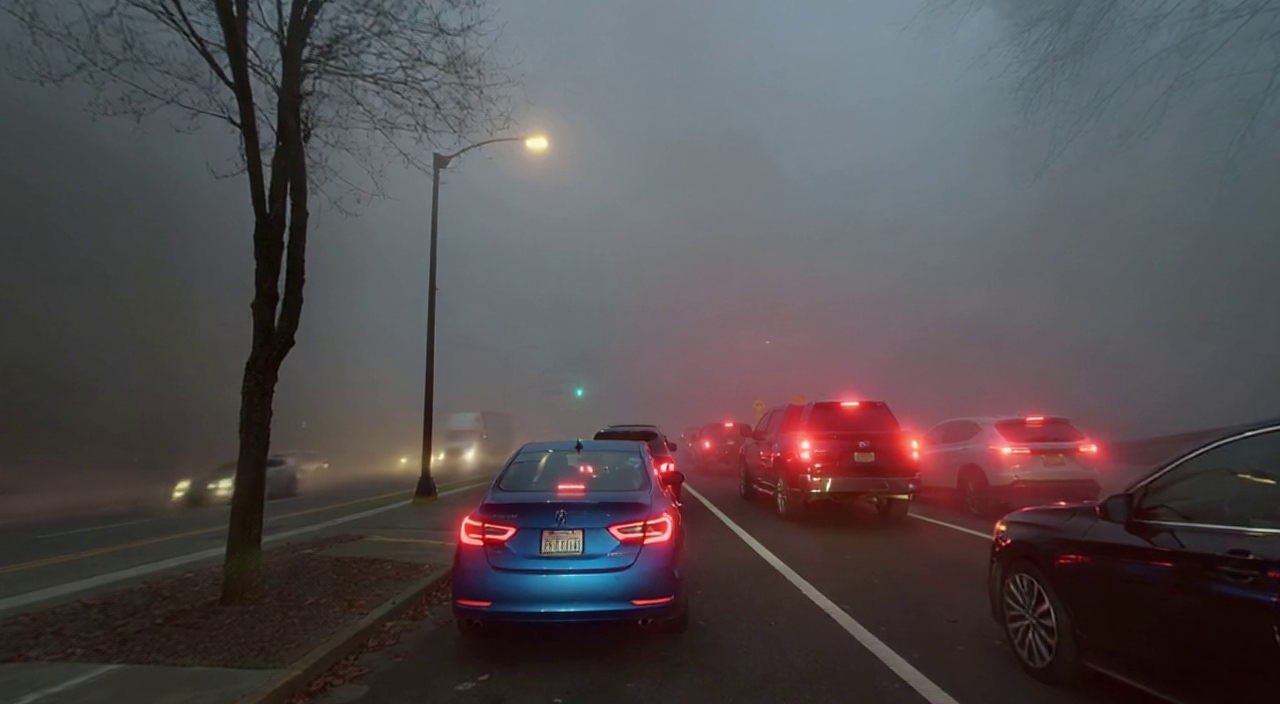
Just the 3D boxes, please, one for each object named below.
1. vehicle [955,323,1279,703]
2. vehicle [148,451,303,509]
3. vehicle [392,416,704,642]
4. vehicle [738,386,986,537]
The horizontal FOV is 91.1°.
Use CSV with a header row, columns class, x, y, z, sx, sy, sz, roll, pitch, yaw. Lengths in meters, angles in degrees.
class,x,y,z,sx,sy,sz,roll,pitch,yaw
vehicle,3.166,0.754,2.057,1.982,1.709,4.427,0,-9,1
vehicle,-12.544,3.858,19.388,1.907,1.522,4.115,0,-9,1
vehicle,-0.565,1.498,6.324,2.111,1.506,4.018,0,-8,2
vehicle,3.538,1.950,11.677,2.444,2.098,5.766,0,-9,-1
